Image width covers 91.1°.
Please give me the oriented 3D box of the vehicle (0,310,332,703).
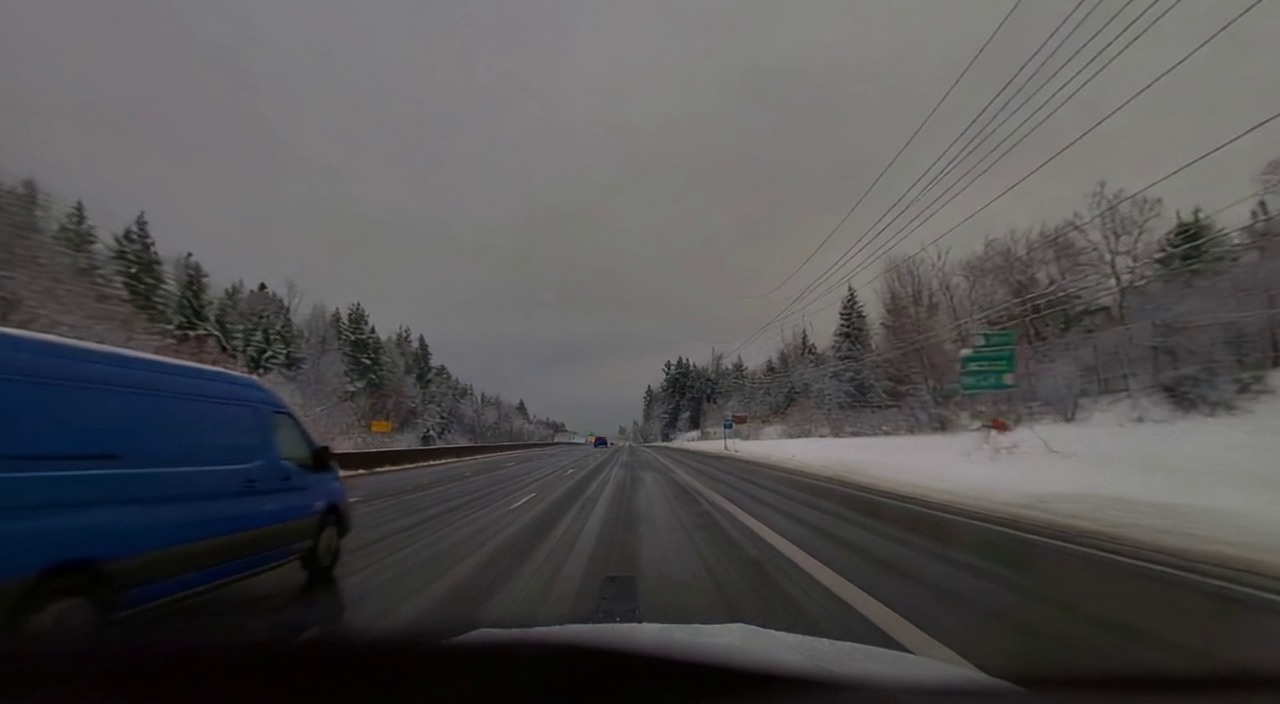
[{"bbox_3d":[-3.621,0.846,2.464,2.263,1.985,5.176,0,-8,-1],"label":"vehicle"}]
